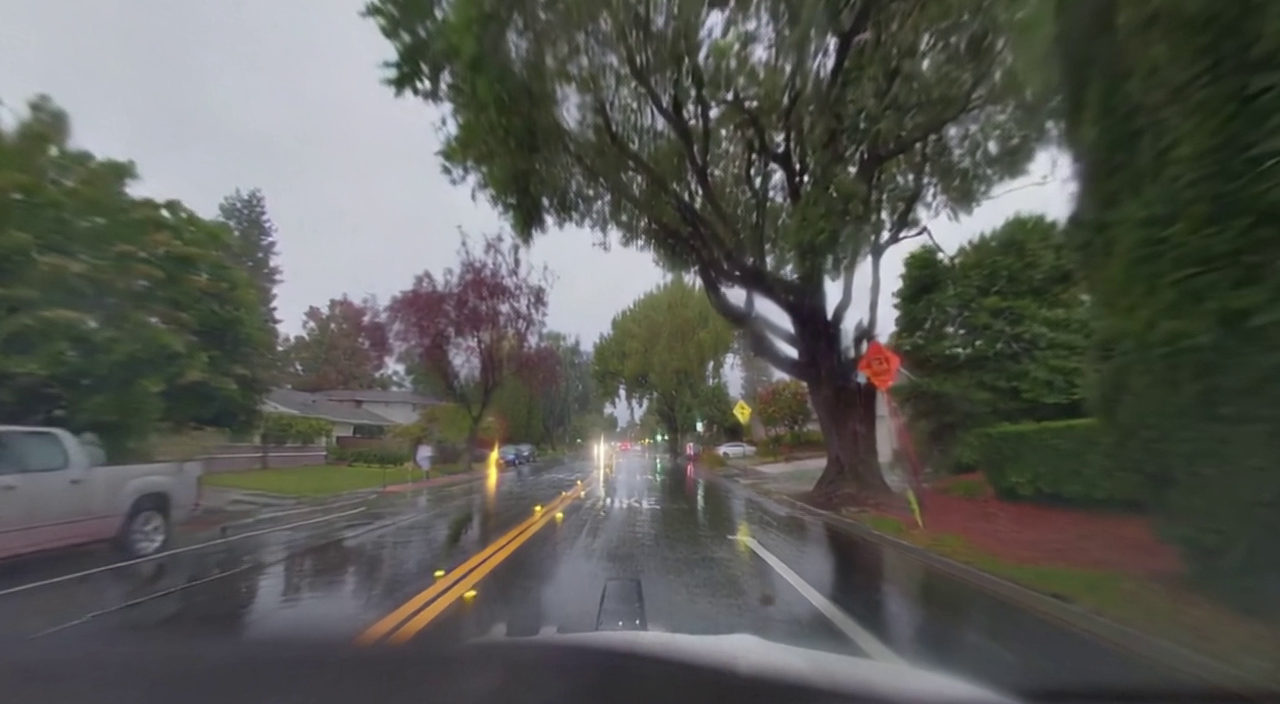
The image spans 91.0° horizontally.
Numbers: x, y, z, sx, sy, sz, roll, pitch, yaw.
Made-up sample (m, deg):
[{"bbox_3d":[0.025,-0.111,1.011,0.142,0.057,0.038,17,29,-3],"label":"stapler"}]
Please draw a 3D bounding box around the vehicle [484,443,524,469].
[{"bbox_3d":[-9.392,7.222,43.791,1.998,1.684,4.180,1,-8,-2],"label":"vehicle"}]

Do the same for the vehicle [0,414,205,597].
[{"bbox_3d":[-7.241,1.607,6.543,2.063,1.756,4.792,-4,-8,0],"label":"vehicle"}]
